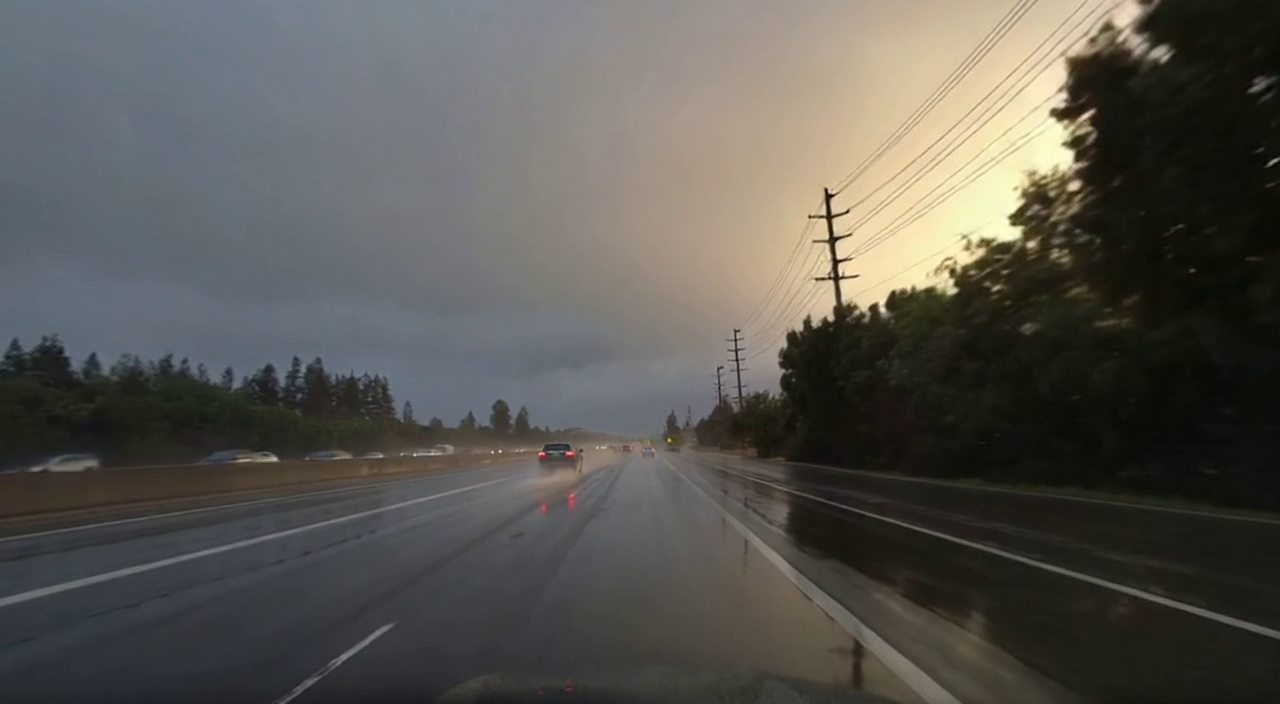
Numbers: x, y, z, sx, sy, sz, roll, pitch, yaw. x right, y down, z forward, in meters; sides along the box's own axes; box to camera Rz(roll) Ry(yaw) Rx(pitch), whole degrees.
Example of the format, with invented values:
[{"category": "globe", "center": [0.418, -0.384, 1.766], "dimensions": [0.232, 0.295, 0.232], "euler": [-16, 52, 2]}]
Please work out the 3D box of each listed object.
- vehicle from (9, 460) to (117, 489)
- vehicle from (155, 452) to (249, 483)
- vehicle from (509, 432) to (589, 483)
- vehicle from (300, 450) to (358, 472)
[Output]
[{"category": "vehicle", "center": [-32.443, 6.871, 35.599], "dimensions": [1.842, 1.472, 4.518], "euler": [0, -9, 0]}, {"category": "vehicle", "center": [-24.191, 6.375, 34.978], "dimensions": [1.918, 1.568, 4.469], "euler": [0, -9, 1]}, {"category": "vehicle", "center": [-3.719, 4.473, 26.921], "dimensions": [2.577, 1.939, 5.408], "euler": [0, -9, 1]}, {"category": "vehicle", "center": [-24.338, 8.547, 49.474], "dimensions": [1.969, 1.643, 4.768], "euler": [0, -9, 1]}]
